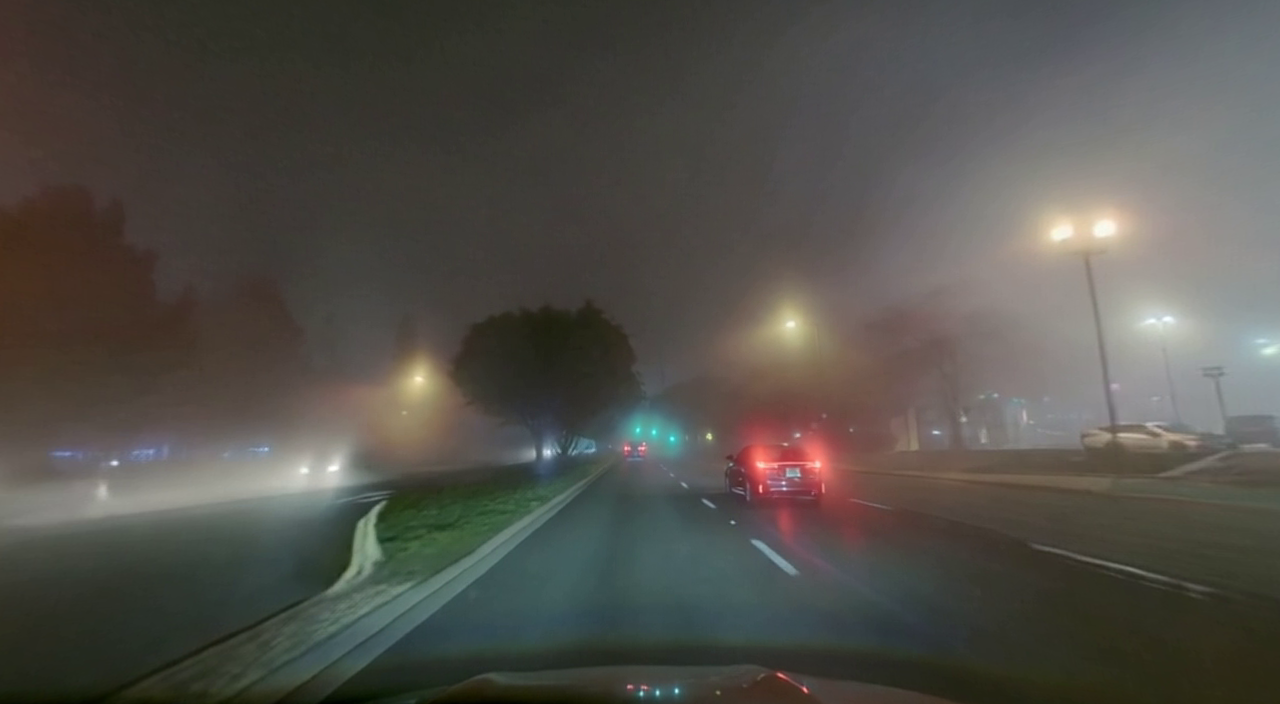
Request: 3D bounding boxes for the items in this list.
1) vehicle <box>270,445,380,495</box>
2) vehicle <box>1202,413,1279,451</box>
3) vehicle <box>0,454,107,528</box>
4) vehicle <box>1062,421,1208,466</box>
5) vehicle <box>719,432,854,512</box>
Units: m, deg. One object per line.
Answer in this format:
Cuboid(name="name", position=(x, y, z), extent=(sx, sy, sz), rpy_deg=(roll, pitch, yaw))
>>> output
Cuboid(name="vehicle", position=(-12.487, 4.653, 25.447), extent=(2.063, 1.812, 4.502), rpy_deg=(0, -8, 1))
Cuboid(name="vehicle", position=(32.413, 4.146, 32.645), extent=(4.597, 1.886, 2.143), rpy_deg=(0, -8, 1))
Cuboid(name="vehicle", position=(-16.469, 3.476, 15.888), extent=(2.032, 1.728, 4.633), rpy_deg=(0, -8, 0))
Cuboid(name="vehicle", position=(20.054, 3.741, 25.722), extent=(4.376, 1.735, 1.854), rpy_deg=(0, -8, -1))
Cuboid(name="vehicle", position=(3.321, 2.825, 15.408), extent=(1.995, 1.616, 4.729), rpy_deg=(0, -8, -2))
